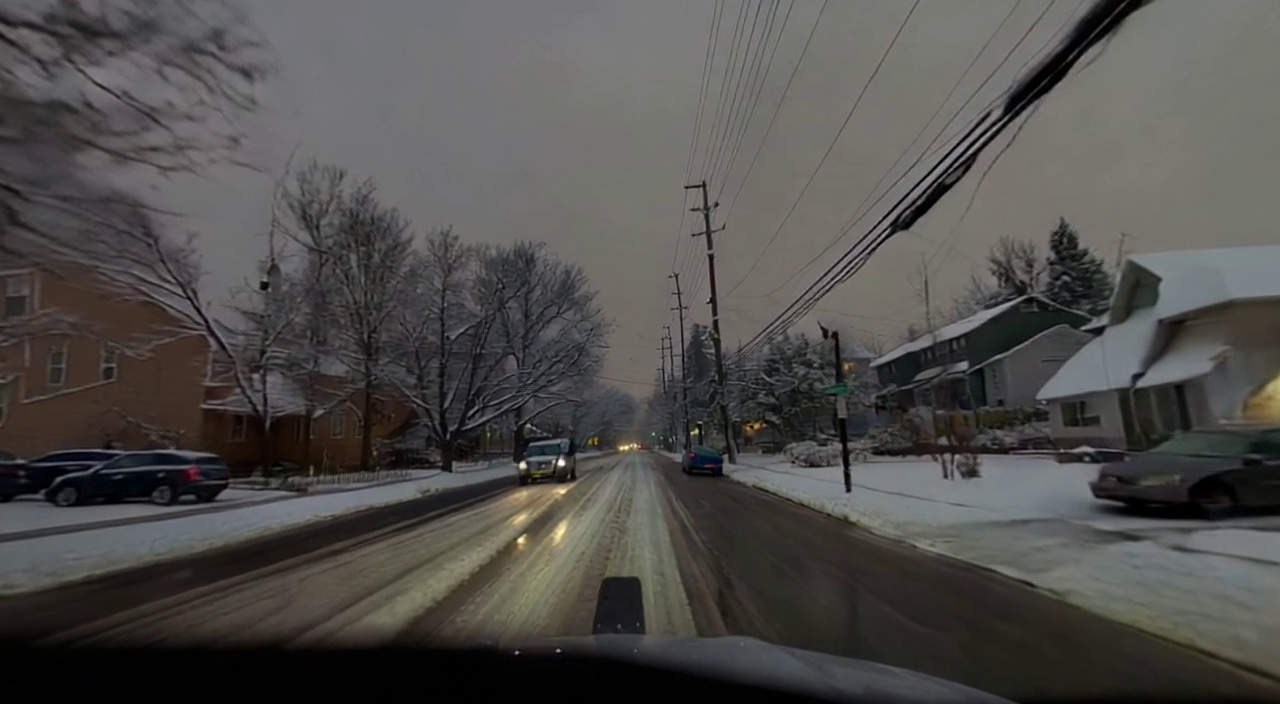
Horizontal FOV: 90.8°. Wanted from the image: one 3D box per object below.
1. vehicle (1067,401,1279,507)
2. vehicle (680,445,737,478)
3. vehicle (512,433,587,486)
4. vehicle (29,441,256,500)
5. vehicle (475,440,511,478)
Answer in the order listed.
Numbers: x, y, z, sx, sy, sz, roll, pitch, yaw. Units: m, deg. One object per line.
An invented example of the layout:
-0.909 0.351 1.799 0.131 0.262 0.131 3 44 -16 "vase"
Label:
10.945 1.872 11.739 4.602 1.799 1.859 0 -8 -1 "vehicle"
3.208 5.233 30.578 1.944 1.439 4.500 1 -9 -4 "vehicle"
-3.367 4.081 24.340 2.032 1.836 4.520 0 -9 2 "vehicle"
-13.302 3.176 17.136 4.443 1.475 1.932 0 -9 -2 "vehicle"
-10.913 7.922 47.308 1.961 2.498 8.179 -1 -8 -9 "vehicle"
